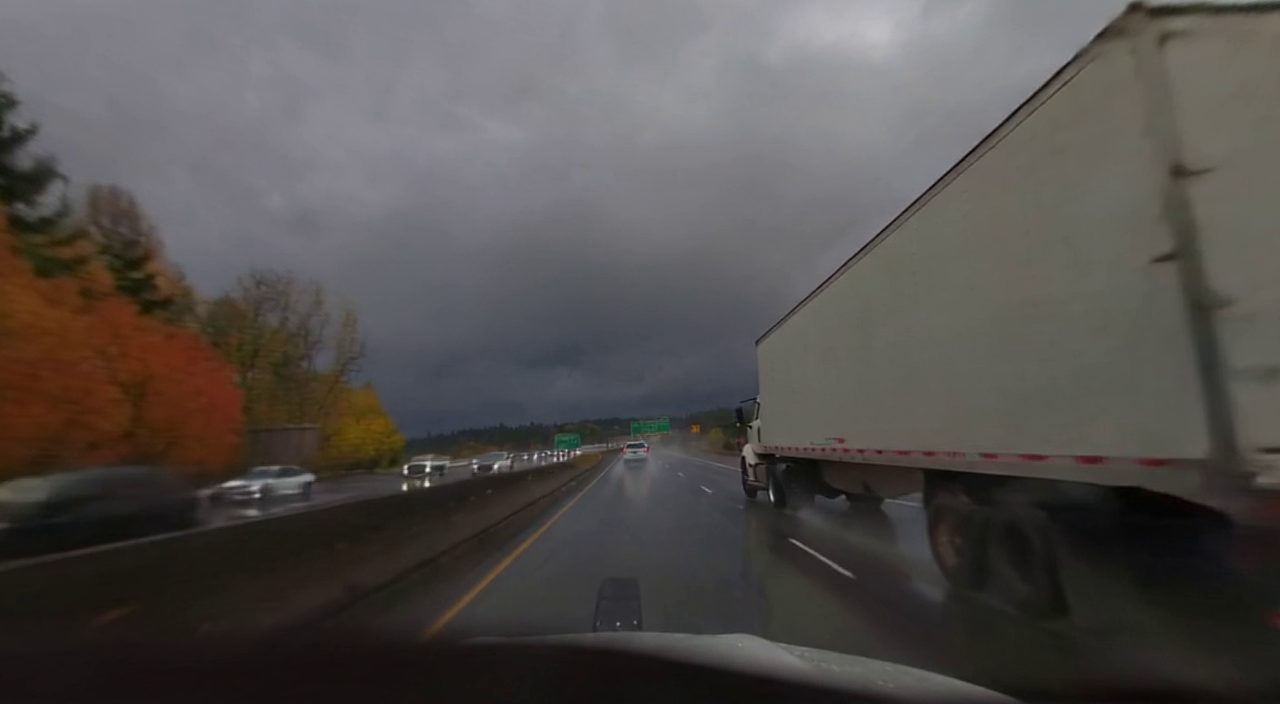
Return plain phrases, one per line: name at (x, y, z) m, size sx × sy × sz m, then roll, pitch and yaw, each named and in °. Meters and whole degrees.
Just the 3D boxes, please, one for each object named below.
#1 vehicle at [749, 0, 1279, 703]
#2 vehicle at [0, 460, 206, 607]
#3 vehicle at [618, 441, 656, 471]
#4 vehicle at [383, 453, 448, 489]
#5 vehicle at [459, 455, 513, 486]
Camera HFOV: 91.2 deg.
vehicle at (4.595, 0.807, 10.295) m, size 2.910 × 4.090 × 14.063 m, roll 0°, pitch -9°, yaw -1°
vehicle at (-8.487, 2.344, 8.534) m, size 2.041 × 1.631 × 4.366 m, roll -1°, pitch -9°, yaw -1°
vehicle at (-0.202, 6.407, 38.773) m, size 2.168 × 1.705 × 4.272 m, roll 0°, pitch -9°, yaw -1°
vehicle at (-12.657, 6.701, 35.656) m, size 2.073 × 1.848 × 4.345 m, roll -1°, pitch -9°, yaw 0°
vehicle at (-8.603, 6.639, 35.452) m, size 1.914 × 1.540 × 4.471 m, roll -1°, pitch -9°, yaw 0°
